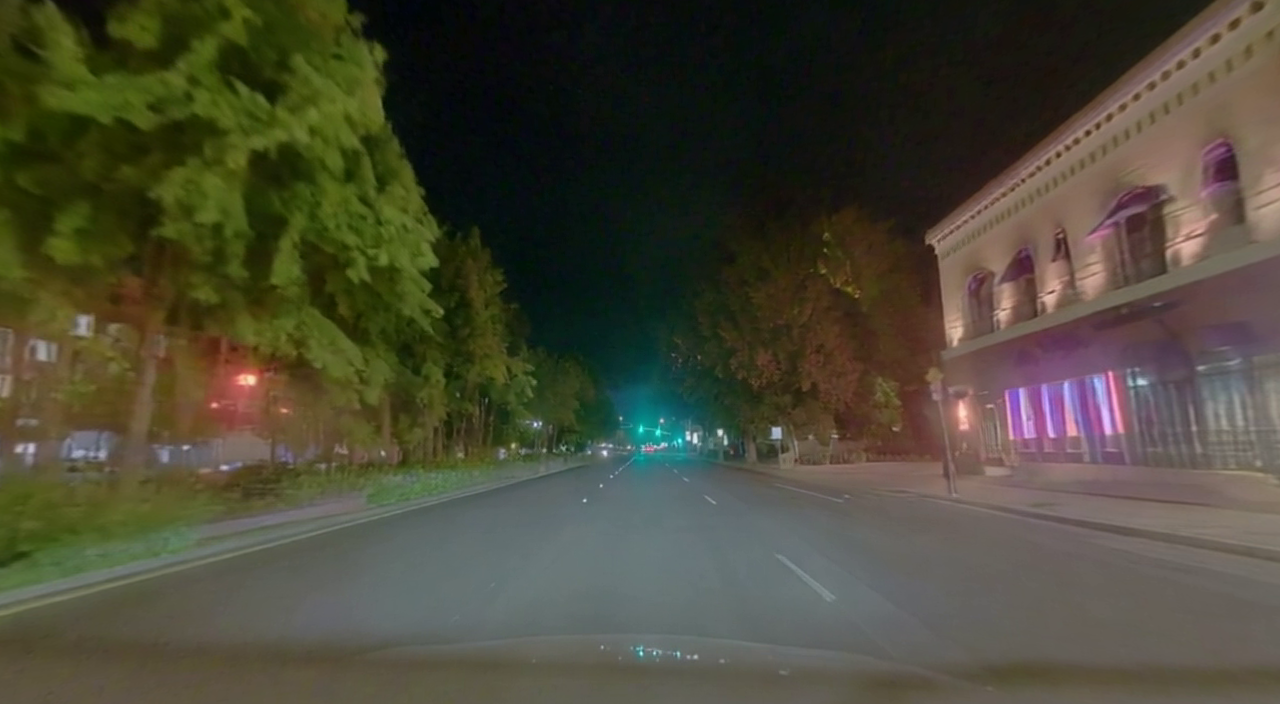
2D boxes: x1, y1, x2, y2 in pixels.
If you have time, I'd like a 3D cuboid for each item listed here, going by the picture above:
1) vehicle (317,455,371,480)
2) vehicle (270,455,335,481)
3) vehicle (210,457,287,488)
[{"bbox_3d":[-21.993,8.601,46.997,1.945,1.658,4.263,-1,-8,1],"label":"vehicle"},{"bbox_3d":[-21.881,7.511,41.046,1.820,1.481,4.325,-3,-10,1],"label":"vehicle"},{"bbox_3d":[-22.075,6.806,35.718,1.883,1.546,3.930,0,-8,-1],"label":"vehicle"}]
